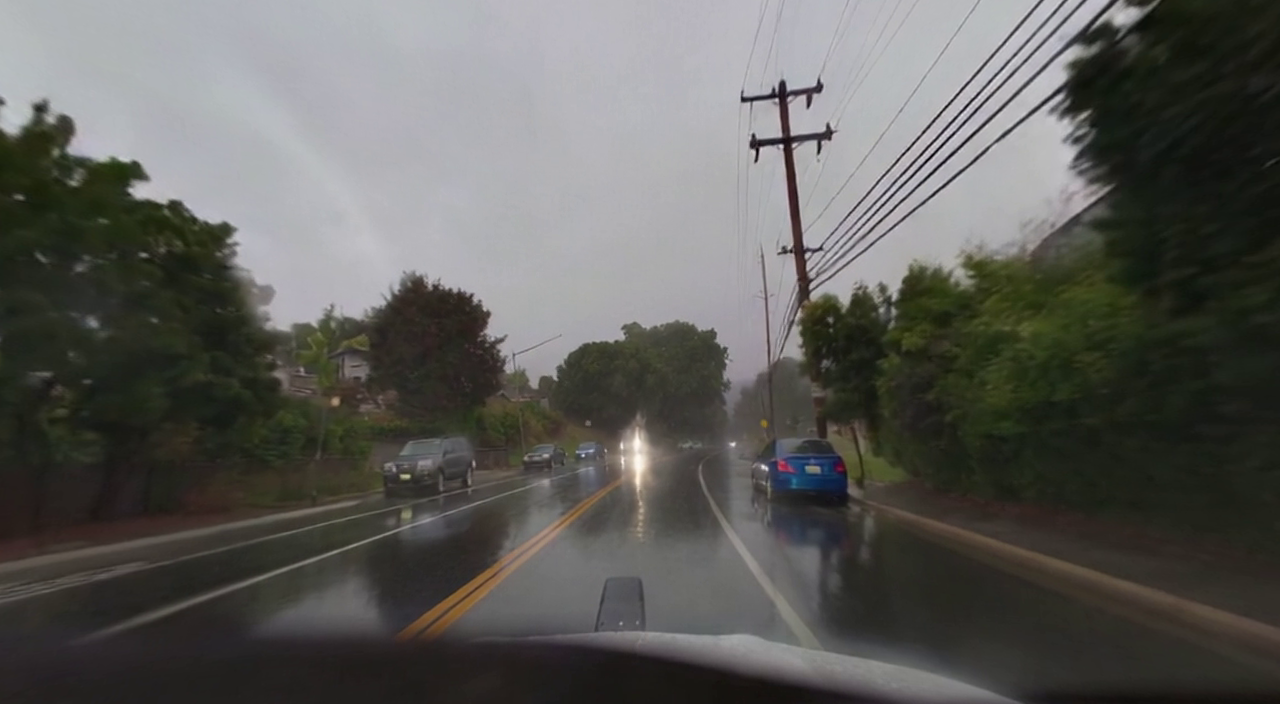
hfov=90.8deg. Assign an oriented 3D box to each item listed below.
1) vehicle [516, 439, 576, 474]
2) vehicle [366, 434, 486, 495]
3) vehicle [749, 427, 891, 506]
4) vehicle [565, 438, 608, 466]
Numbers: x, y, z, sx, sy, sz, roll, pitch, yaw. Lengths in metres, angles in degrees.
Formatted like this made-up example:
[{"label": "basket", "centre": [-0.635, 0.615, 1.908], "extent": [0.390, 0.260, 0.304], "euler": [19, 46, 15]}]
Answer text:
[{"label": "vehicle", "centre": [-4.984, 5.717, 34.178], "extent": [1.840, 1.523, 4.333], "euler": [4, -11, 9]}, {"label": "vehicle", "centre": [-6.605, 3.608, 20.149], "extent": [2.025, 1.715, 4.363], "euler": [-1, -11, 4]}, {"label": "vehicle", "centre": [3.788, 2.506, 14.238], "extent": [2.054, 1.470, 4.504], "euler": [-1, -8, 3]}, {"label": "vehicle", "centre": [-3.609, 6.920, 43.415], "extent": [1.927, 1.542, 3.886], "euler": [-7, -13, 9]}]
